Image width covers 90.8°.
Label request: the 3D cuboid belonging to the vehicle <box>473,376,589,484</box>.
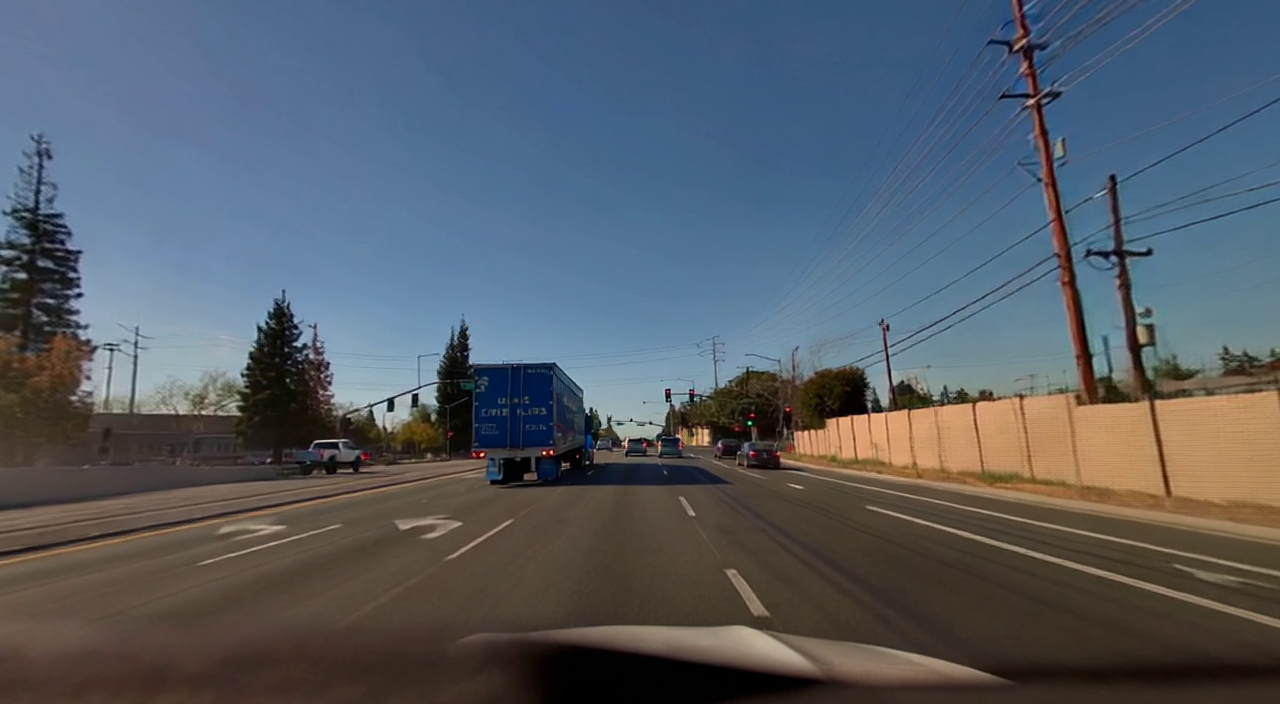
[{"bbox_3d":[-3.724,3.012,23.847,2.889,3.347,8.285,0,-8,0],"label":"vehicle"}]

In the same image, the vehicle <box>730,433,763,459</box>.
[{"bbox_3d":[7.281,6.450,43.333,2.102,1.662,4.533,-2,-8,9],"label":"vehicle"}]
